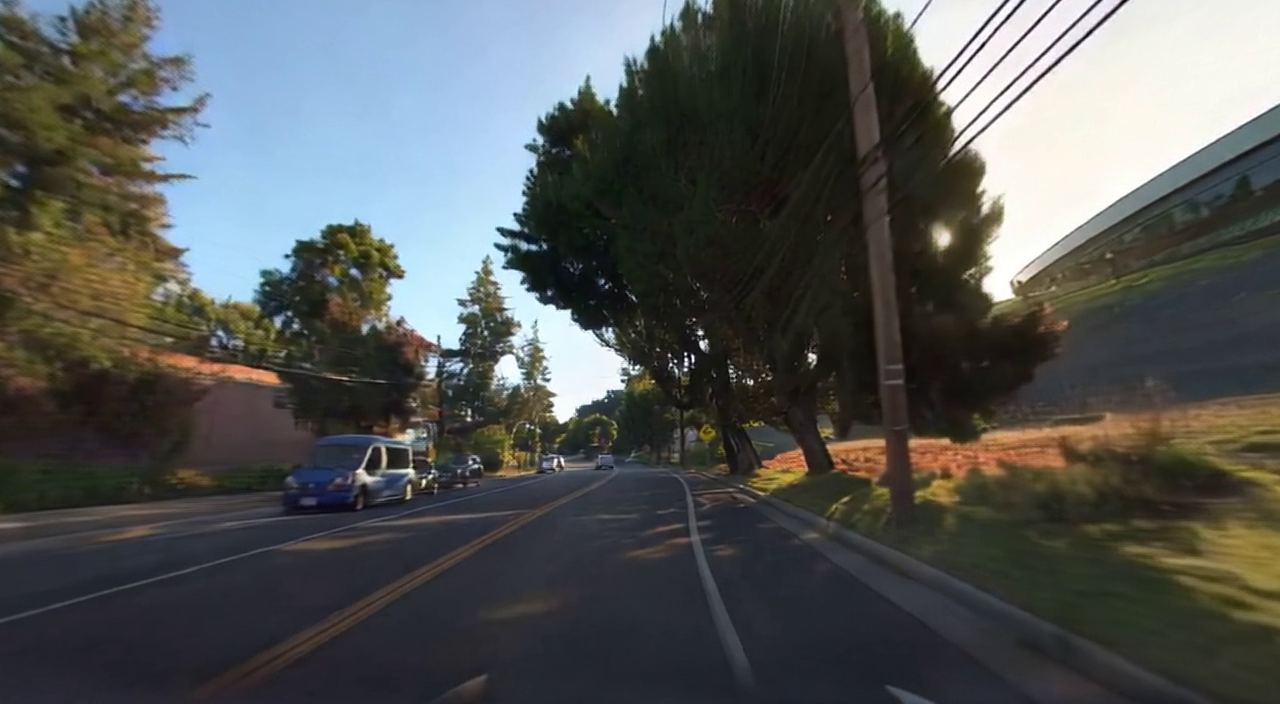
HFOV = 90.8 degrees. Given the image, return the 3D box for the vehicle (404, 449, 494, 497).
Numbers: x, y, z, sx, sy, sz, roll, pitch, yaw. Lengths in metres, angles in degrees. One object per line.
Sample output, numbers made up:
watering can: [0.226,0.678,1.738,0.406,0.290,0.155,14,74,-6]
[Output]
vehicle: [-7.217,4.681,24.376,1.940,1.514,4.544,-4,-11,2]

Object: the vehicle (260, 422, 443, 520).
vehicle: [-7.376,3.081,16.881,2.295,1.989,5.055,-6,-9,3]
